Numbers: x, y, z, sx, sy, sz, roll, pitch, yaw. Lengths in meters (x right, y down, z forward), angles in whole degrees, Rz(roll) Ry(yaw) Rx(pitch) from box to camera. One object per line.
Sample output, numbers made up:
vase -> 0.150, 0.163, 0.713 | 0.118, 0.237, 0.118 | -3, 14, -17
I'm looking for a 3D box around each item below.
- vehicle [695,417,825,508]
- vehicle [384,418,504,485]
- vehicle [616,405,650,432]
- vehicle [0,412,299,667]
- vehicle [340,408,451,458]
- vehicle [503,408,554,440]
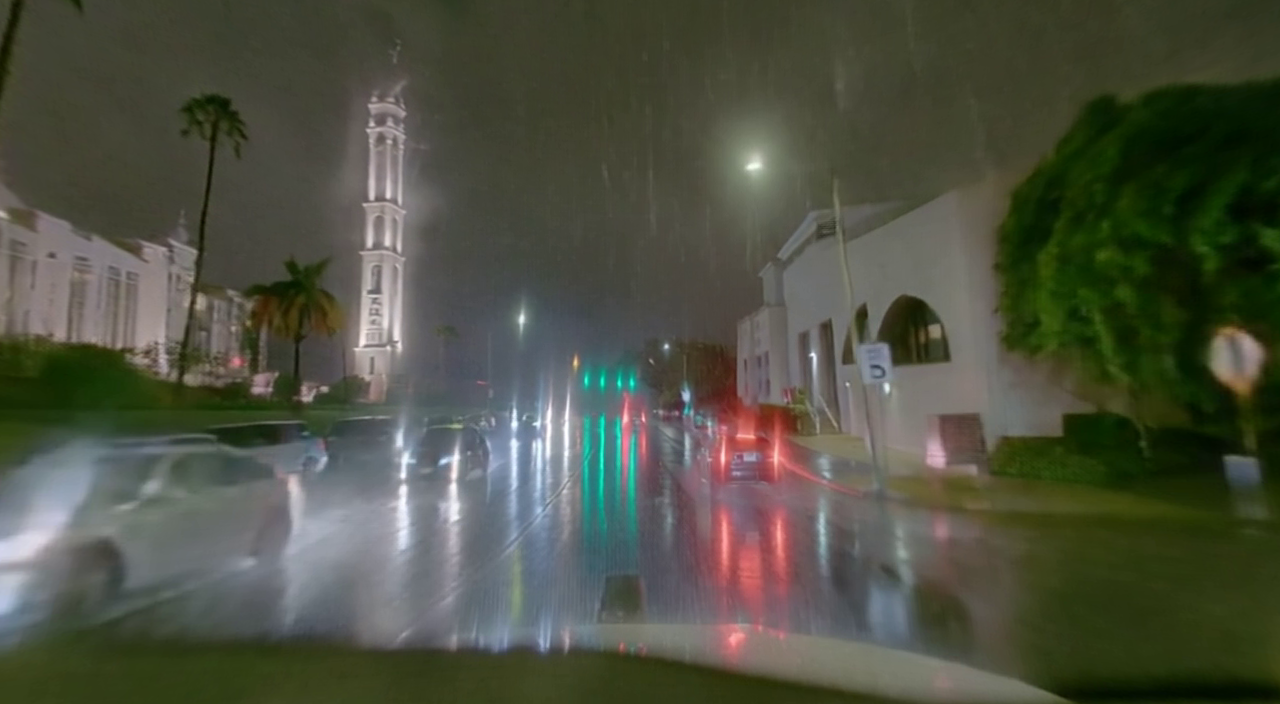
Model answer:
vehicle -> 2.682, 2.595, 15.273 | 1.995, 1.858, 4.333 | 0, -8, -4
vehicle -> -5.977, 3.119, 20.019 | 2.295, 1.837, 4.680 | 0, -8, 0
vehicle -> -0.465, 4.526, 42.848 | 2.196, 1.655, 3.939 | 0, -8, -1
vehicle -> -5.828, 1.645, 6.406 | 2.138, 1.858, 4.788 | 0, -8, -1
vehicle -> -9.026, 3.118, 23.952 | 2.076, 1.650, 5.432 | 0, -8, -1
vehicle -> -6.360, 4.208, 36.621 | 2.171, 1.676, 4.523 | 0, -8, 0
